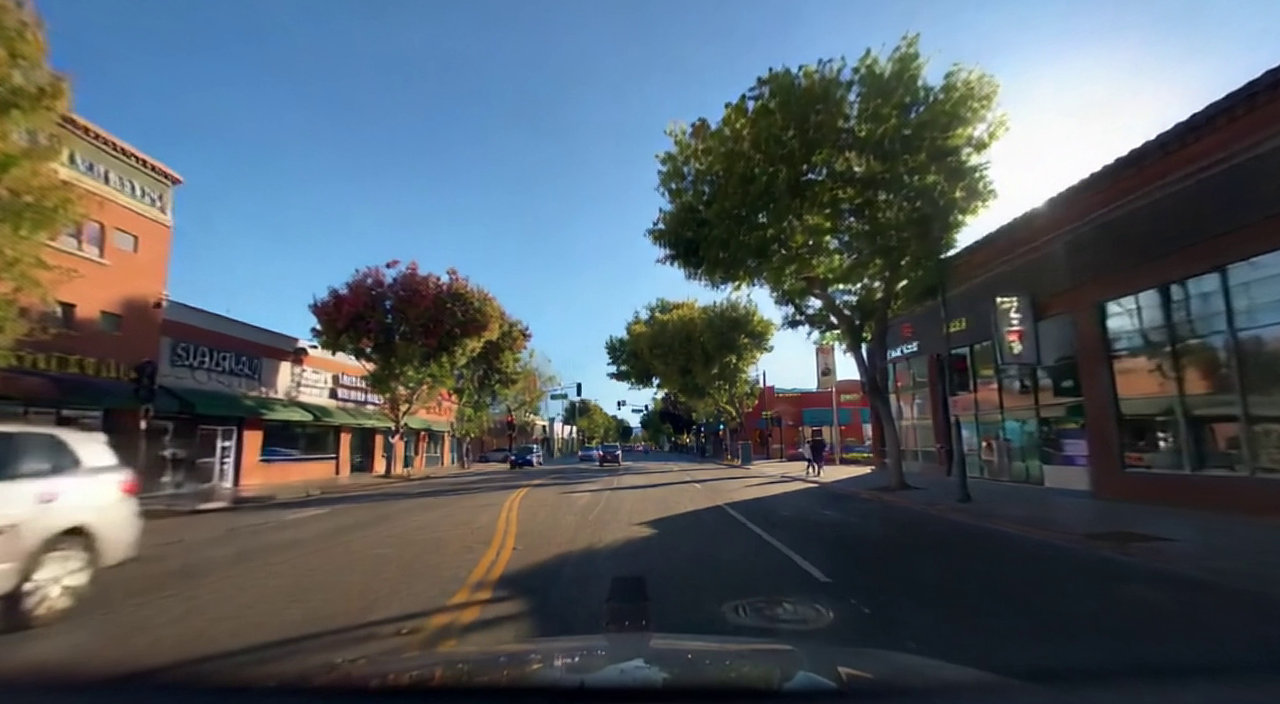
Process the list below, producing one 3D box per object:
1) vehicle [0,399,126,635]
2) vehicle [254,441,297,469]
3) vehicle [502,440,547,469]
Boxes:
[{"bbox_3d":[-5.752,1.047,3.484,2.055,1.714,4.374,0,-8,1],"label":"vehicle"},{"bbox_3d":[-26.142,7.324,45.094,2.099,1.901,4.832,6,-10,-35],"label":"vehicle"},{"bbox_3d":[-8.159,7.265,44.947,2.242,1.919,4.922,0,-8,1],"label":"vehicle"}]
